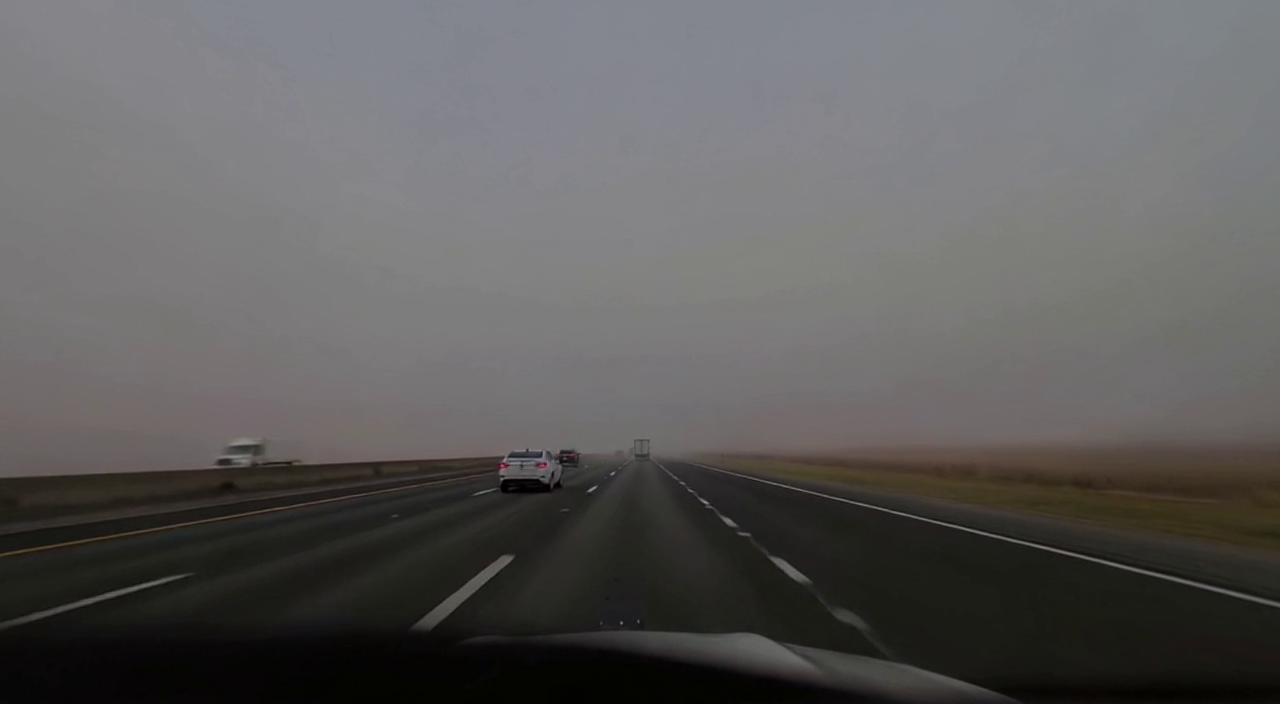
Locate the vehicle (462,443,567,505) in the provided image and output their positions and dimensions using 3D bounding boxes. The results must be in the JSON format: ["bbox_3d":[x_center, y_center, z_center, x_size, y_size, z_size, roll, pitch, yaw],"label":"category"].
[{"bbox_3d":[-3.587,3.591,18.954,2.139,1.607,4.378,0,-9,1],"label":"vehicle"}]

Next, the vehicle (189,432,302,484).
[{"bbox_3d":[-20.440,5.530,33.122,2.259,2.455,5.747,0,-9,-2],"label":"vehicle"}]
